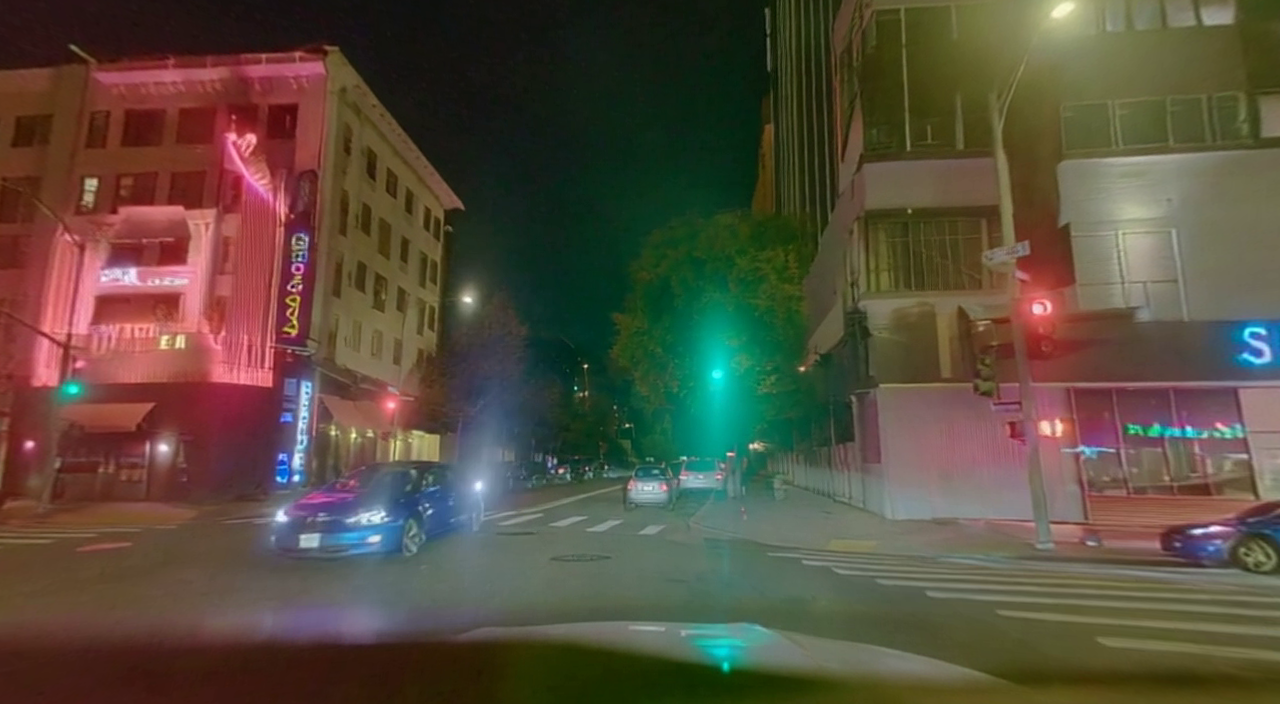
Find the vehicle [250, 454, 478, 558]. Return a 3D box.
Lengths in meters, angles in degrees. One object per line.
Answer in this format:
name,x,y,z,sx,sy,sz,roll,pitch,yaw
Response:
vehicle,-4.726,2.681,11.758,2.119,1.485,4.472,0,-9,1

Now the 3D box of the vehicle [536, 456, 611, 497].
vehicle,-3.086,5.937,30.481,2.181,1.723,4.692,-2,-9,12

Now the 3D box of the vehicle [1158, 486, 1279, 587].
vehicle,11.783,3.042,10.533,4.426,1.446,1.795,-2,-9,12

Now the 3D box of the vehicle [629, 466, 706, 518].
vehicle,1.075,4.863,22.330,1.892,1.481,4.365,-2,-9,13

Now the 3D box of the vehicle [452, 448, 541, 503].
vehicle,-7.020,6.059,31.538,2.120,2.078,5.403,-6,-7,12
